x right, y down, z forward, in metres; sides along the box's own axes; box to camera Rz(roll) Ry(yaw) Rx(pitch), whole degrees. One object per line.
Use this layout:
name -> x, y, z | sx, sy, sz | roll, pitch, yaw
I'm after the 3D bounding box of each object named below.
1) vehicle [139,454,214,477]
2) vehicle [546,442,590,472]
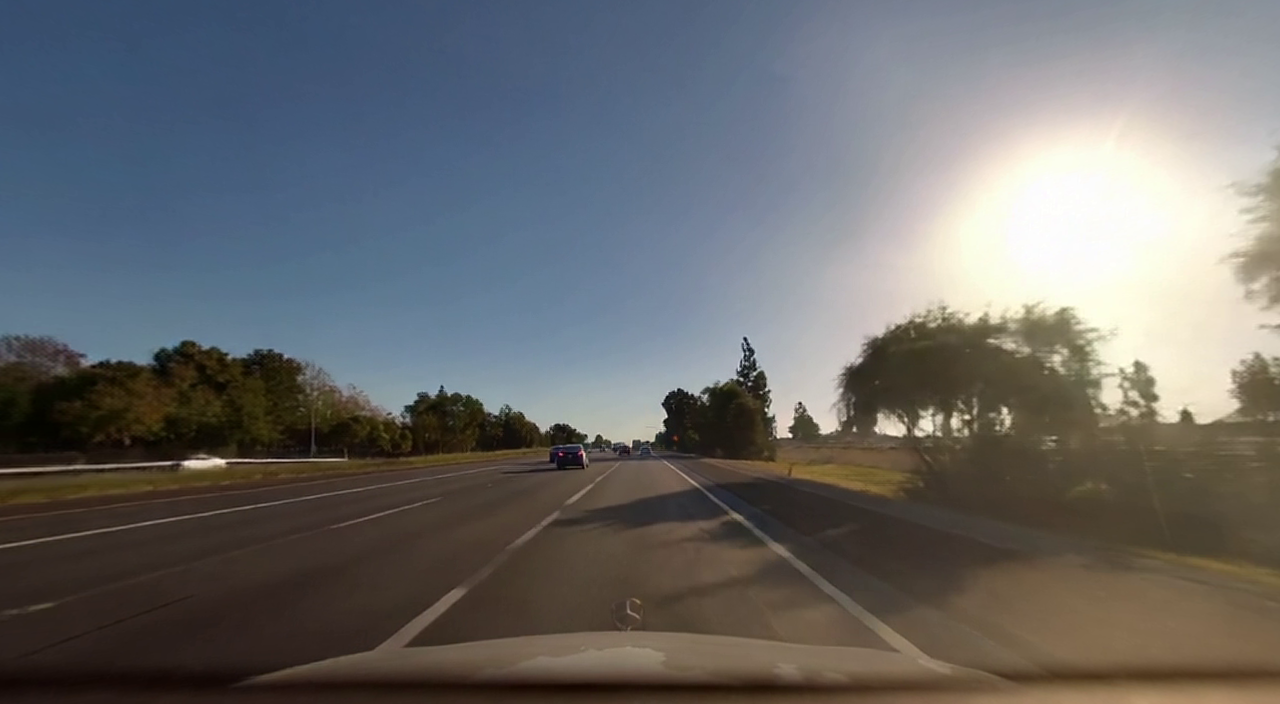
vehicle -> -32.796, 7.991, 44.765 | 1.785, 1.465, 4.614 | 0, -8, 1
vehicle -> -3.745, 5.566, 33.596 | 1.786, 1.488, 4.023 | 0, -8, 1
